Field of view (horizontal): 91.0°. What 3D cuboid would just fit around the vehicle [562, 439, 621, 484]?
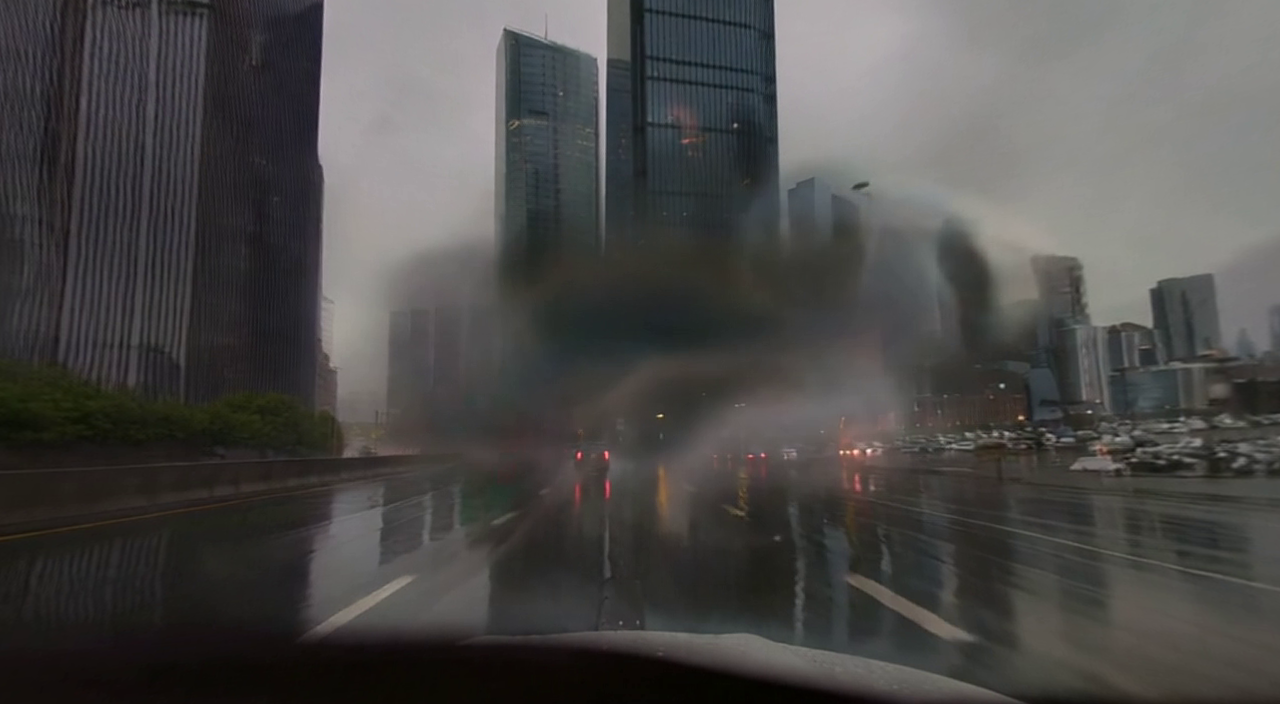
[{"bbox_3d":[-1.979,4.465,25.934,2.183,1.675,4.319,1,-9,-4],"label":"vehicle"}]
